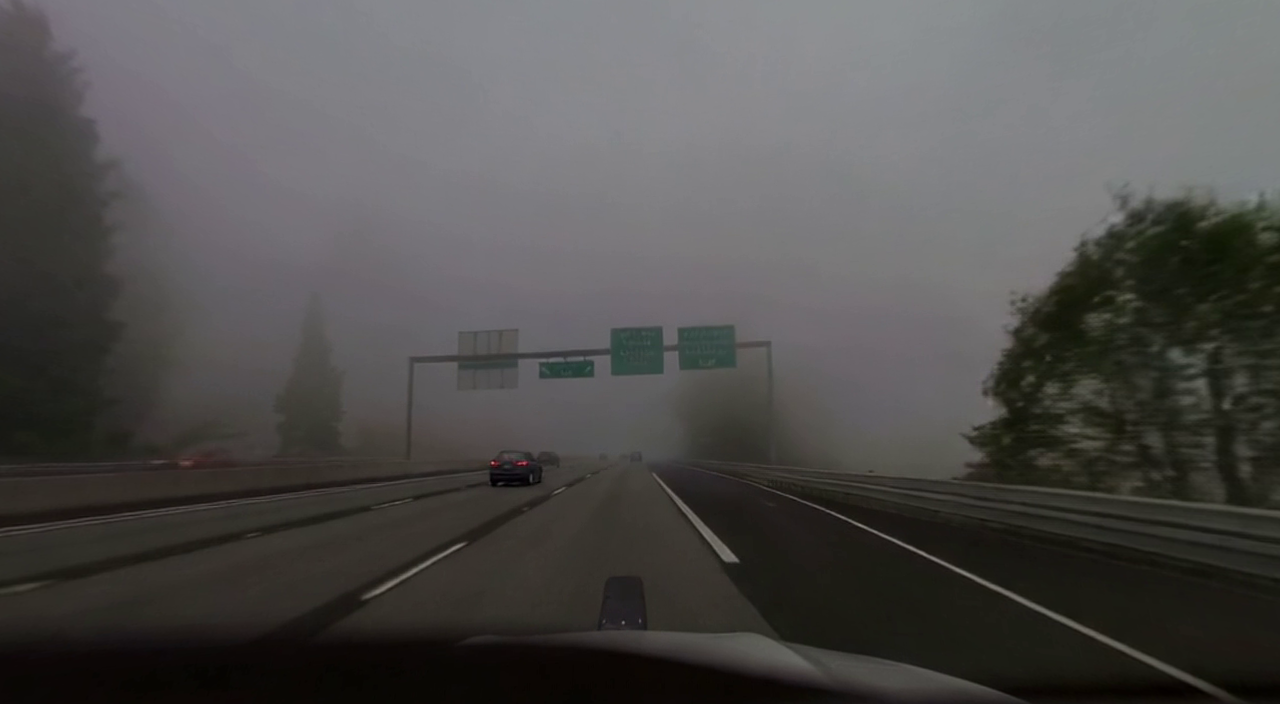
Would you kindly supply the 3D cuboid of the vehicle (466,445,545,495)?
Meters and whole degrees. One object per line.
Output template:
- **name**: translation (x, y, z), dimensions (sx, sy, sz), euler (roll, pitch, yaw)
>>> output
- **vehicle**: translation (-4.723, 4.198, 22.771), dimensions (1.875, 1.587, 4.687), euler (-1, -9, -1)
